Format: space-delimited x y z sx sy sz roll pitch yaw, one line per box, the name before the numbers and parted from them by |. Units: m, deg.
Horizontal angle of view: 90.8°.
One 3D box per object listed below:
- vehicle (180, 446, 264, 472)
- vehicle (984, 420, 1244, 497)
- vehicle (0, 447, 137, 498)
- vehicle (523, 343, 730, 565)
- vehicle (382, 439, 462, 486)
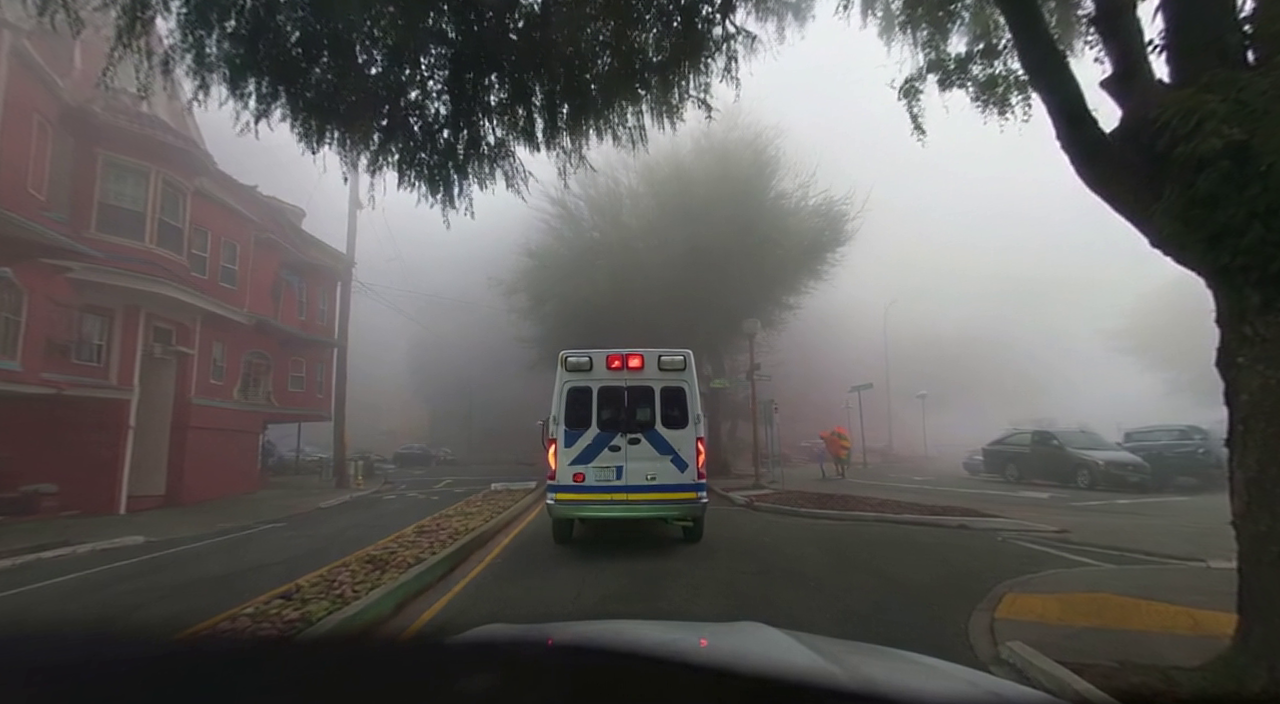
vehicle | -29.656 7.582 45.023 4.616 1.738 1.974 3 -9 -23
vehicle | 13.088 2.995 17.926 5.270 1.966 2.329 -2 -9 11
vehicle | -18.893 3.758 19.847 4.412 1.468 1.914 0 -8 -3
vehicle | -0.180 1.595 10.342 2.444 2.640 5.482 0 -8 0
vehicle | -9.289 4.573 26.609 2.290 1.776 4.947 4 -10 -28
